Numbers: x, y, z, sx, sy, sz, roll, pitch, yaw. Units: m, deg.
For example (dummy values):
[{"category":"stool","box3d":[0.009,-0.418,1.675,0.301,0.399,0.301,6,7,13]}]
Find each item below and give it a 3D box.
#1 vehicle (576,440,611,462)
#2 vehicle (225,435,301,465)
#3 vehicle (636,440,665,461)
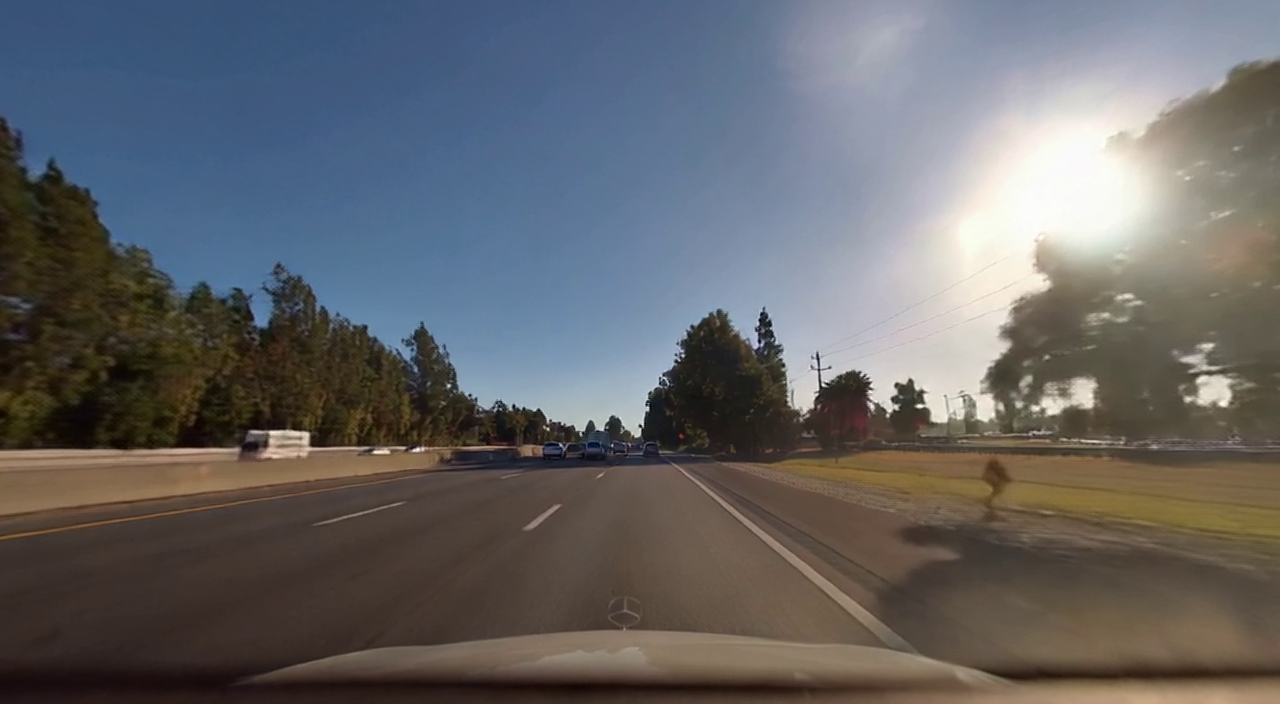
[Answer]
[{"category":"vehicle","box3d":[-3.224,6.990,44.320,2.046,1.478,4.111,0,-8,1]},{"category":"vehicle","box3d":[-29.154,7.590,48.815,2.253,2.185,5.831,0,-8,1]},{"category":"vehicle","box3d":[0.794,7.326,46.702,2.057,1.453,3.926,0,-8,1]}]
